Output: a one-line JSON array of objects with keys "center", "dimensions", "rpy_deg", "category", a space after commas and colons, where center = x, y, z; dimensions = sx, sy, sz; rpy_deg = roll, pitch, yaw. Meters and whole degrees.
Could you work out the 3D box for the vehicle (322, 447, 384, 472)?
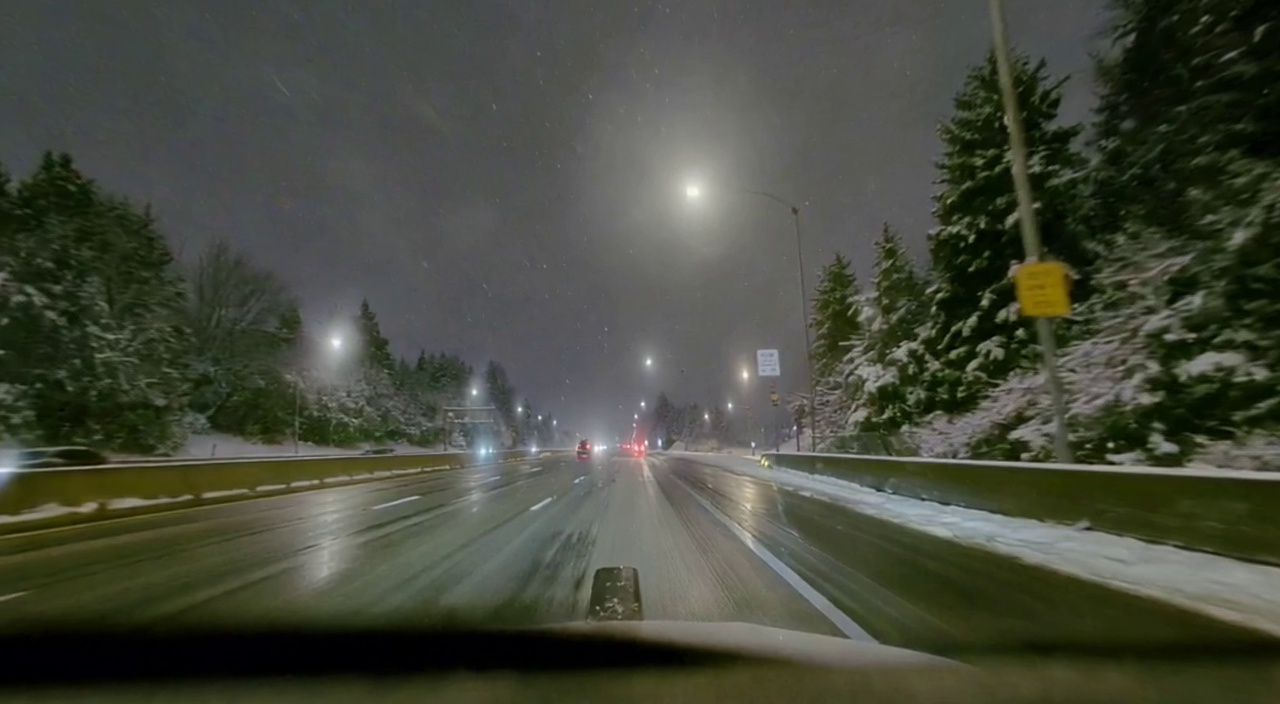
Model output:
[{"center": [-18.270, 6.853, 40.466], "dimensions": [1.892, 1.430, 4.575], "rpy_deg": [0, -8, -1], "category": "vehicle"}]
